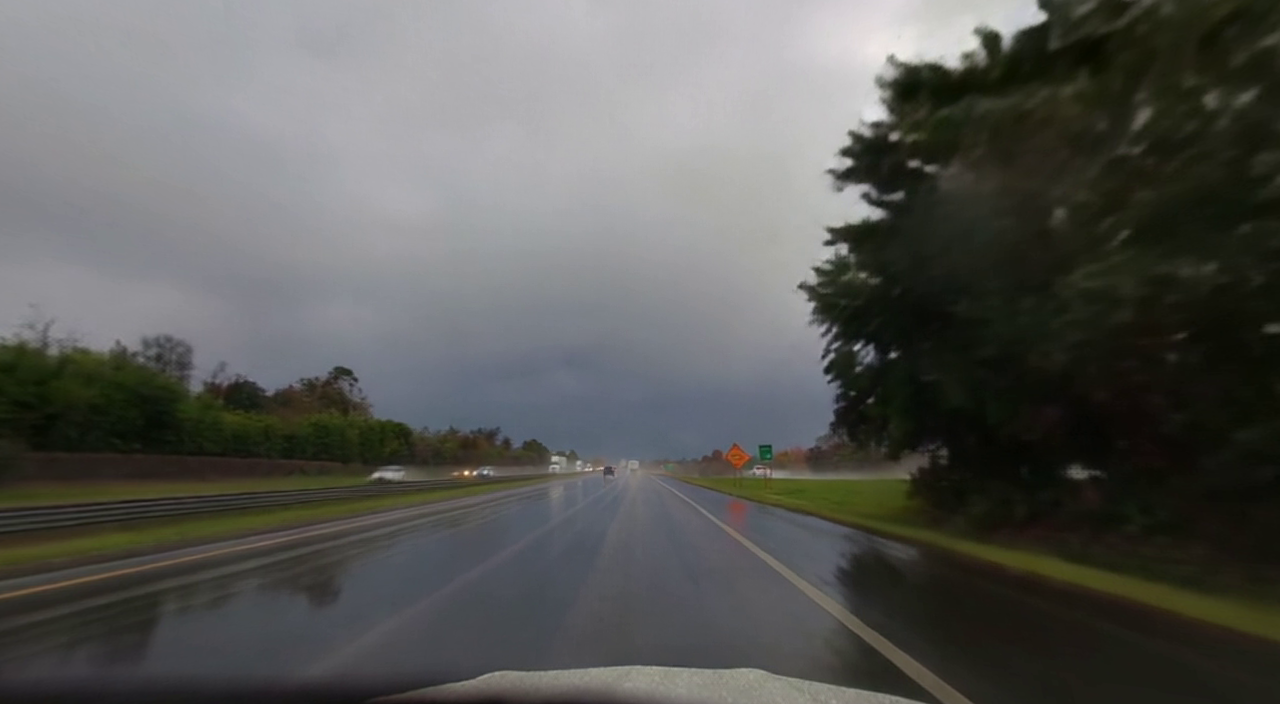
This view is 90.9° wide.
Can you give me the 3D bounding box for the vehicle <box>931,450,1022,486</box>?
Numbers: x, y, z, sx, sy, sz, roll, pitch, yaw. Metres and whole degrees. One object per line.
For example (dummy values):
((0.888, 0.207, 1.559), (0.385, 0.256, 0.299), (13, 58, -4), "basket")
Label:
((16.157, 5.624, 30.521), (1.973, 1.540, 3.978), (2, -11, -4), "vehicle")
